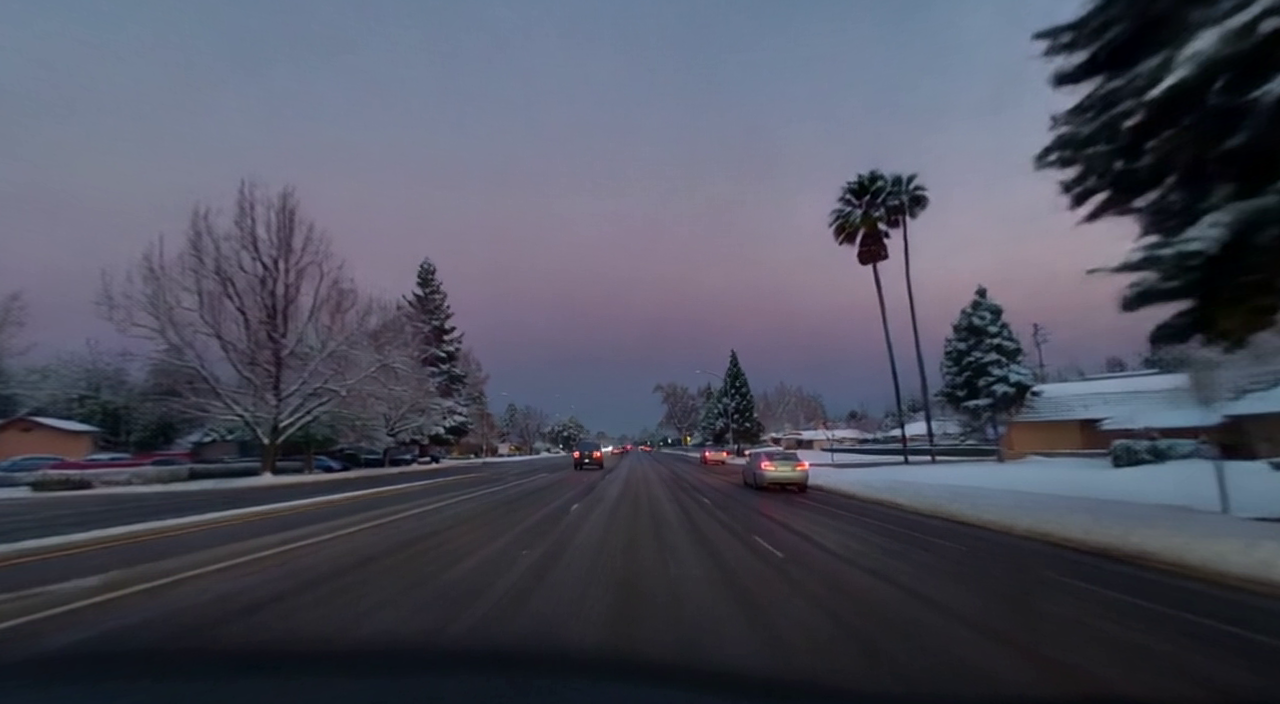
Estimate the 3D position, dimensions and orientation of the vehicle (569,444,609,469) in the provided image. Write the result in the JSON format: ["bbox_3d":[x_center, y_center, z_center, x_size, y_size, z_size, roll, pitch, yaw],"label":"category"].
[{"bbox_3d":[-3.281,6.896,41.809,2.263,1.548,4.555,0,-8,0],"label":"vehicle"}]

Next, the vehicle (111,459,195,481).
[{"bbox_3d":[-35.411,8.606,46.022,4.503,1.515,1.964,-1,-9,2],"label":"vehicle"}]

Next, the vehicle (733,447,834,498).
[{"bbox_3d":[4.424,3.777,20.367,2.149,1.421,4.805,0,-8,0],"label":"vehicle"}]
